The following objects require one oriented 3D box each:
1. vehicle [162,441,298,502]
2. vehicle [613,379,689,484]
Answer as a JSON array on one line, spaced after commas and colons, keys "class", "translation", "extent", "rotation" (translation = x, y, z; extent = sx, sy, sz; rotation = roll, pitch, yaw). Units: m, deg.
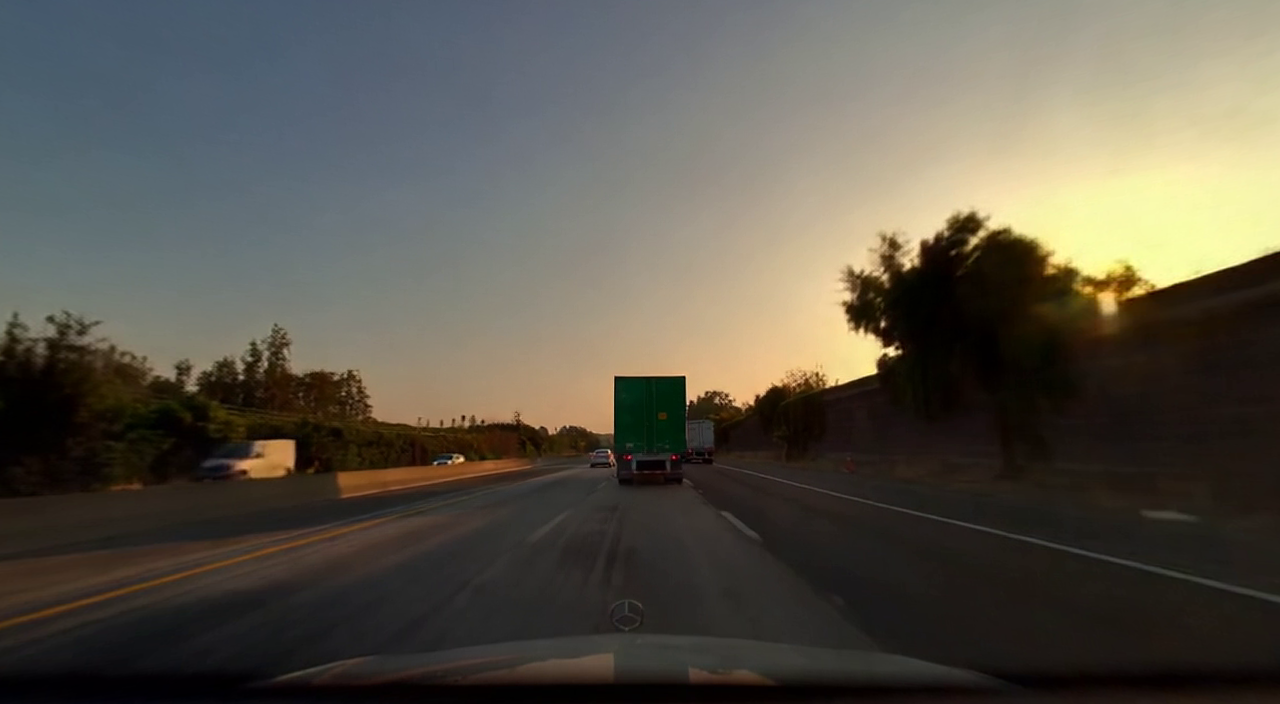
[{"class": "vehicle", "translation": [-18.772, 5.447, 29.362], "extent": [2.296, 2.503, 5.755], "rotation": [0, -9, 1]}, {"class": "vehicle", "translation": [0.463, 3.942, 30.155], "extent": [2.932, 4.042, 11.054], "rotation": [0, -9, 0]}]
